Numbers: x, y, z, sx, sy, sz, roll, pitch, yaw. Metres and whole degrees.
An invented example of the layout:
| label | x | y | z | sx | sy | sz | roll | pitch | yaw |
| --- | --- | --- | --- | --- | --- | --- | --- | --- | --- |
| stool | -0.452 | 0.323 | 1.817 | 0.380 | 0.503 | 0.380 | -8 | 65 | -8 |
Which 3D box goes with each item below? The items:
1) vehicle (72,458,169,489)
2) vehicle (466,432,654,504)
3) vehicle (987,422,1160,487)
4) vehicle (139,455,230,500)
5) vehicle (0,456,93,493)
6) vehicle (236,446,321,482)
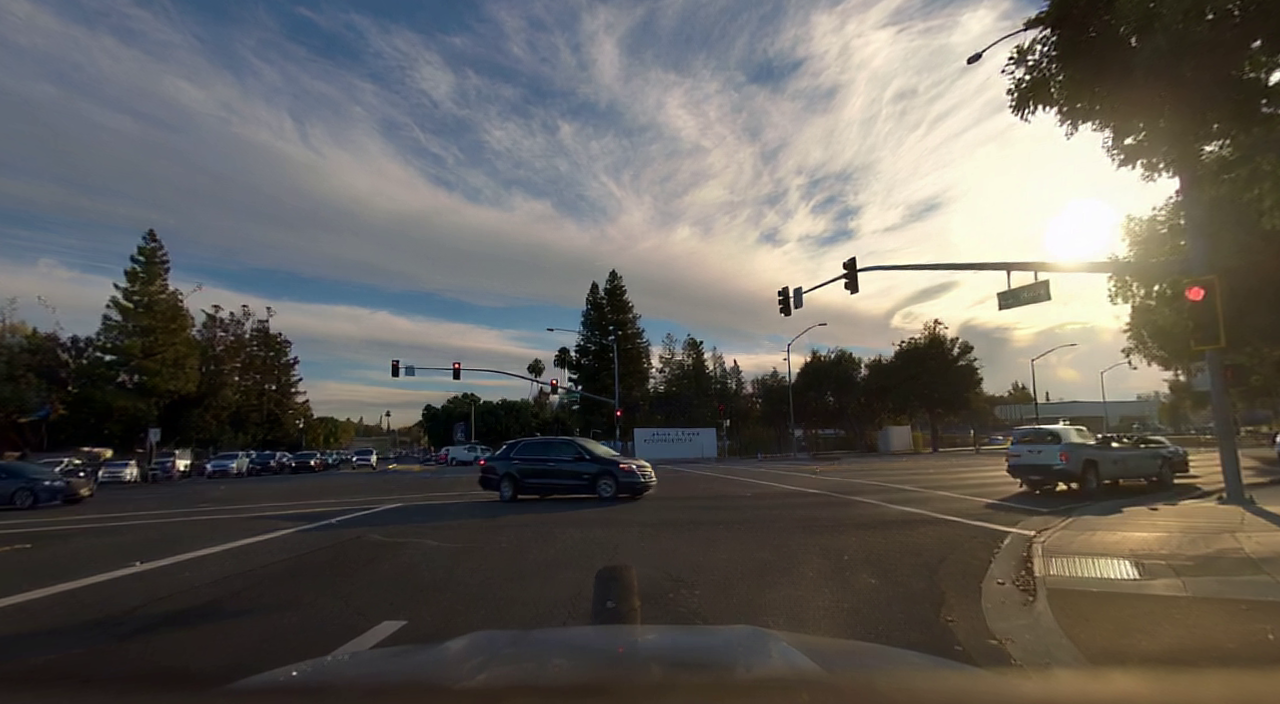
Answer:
| label | x | y | z | sx | sy | sz | roll | pitch | yaw |
| --- | --- | --- | --- | --- | --- | --- | --- | --- | --- |
| vehicle | -28.366 | 6.608 | 34.706 | 1.965 | 1.448 | 4.553 | 1 | -9 | -8 |
| vehicle | -1.947 | 2.890 | 15.936 | 4.281 | 1.621 | 1.903 | -3 | -9 | 15 |
| vehicle | 13.096 | 3.061 | 19.099 | 4.619 | 1.759 | 2.101 | 4 | -10 | -25 |
| vehicle | -17.238 | 4.692 | 24.157 | 1.957 | 1.471 | 4.728 | 4 | -10 | -26 |
| vehicle | -31.184 | 6.262 | 32.639 | 2.142 | 1.723 | 4.692 | 1 | -9 | -9 |
| vehicle | -21.439 | 6.609 | 37.839 | 2.358 | 1.937 | 5.896 | 1 | -9 | -8 |
